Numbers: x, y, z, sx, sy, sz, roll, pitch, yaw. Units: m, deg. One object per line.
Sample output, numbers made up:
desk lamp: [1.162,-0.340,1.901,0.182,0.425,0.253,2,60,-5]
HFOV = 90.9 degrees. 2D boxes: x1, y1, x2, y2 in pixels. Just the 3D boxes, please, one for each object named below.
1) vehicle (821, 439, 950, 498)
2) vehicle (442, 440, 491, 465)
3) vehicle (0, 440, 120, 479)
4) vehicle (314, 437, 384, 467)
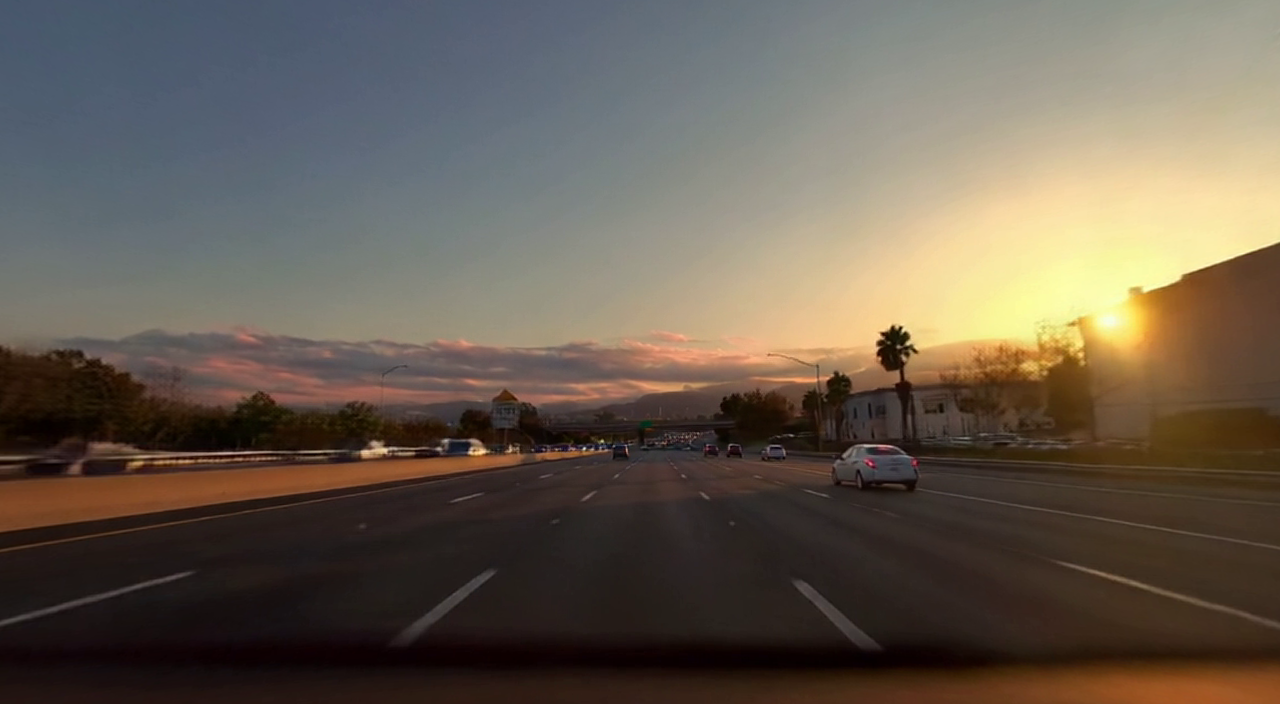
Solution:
vehicle: [7.255,3.460,19.241,2.071,1.543,4.702,0,-8,1]
vehicle: [-11.542,6.700,42.259,1.919,1.588,4.354,-1,-8,3]
vehicle: [-25.158,4.533,26.950,1.835,1.501,4.527,0,-8,2]
vehicle: [-18.018,6.231,39.333,1.989,1.730,4.718,0,-8,1]
